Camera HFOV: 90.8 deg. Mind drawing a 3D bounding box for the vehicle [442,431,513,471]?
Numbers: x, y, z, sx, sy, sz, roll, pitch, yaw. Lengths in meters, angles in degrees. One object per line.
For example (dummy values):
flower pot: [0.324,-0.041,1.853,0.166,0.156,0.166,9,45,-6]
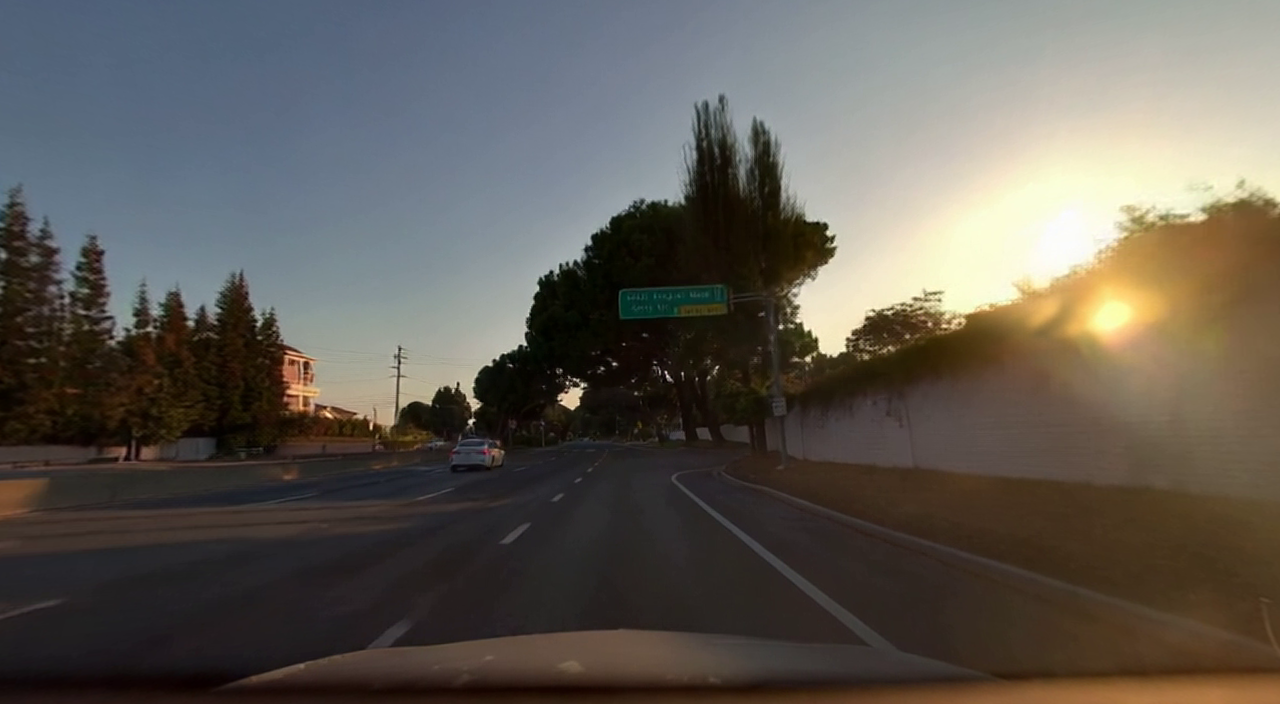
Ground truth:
vehicle: [-7.619,4.708,30.196,2.115,1.711,4.722,0,-9,0]
